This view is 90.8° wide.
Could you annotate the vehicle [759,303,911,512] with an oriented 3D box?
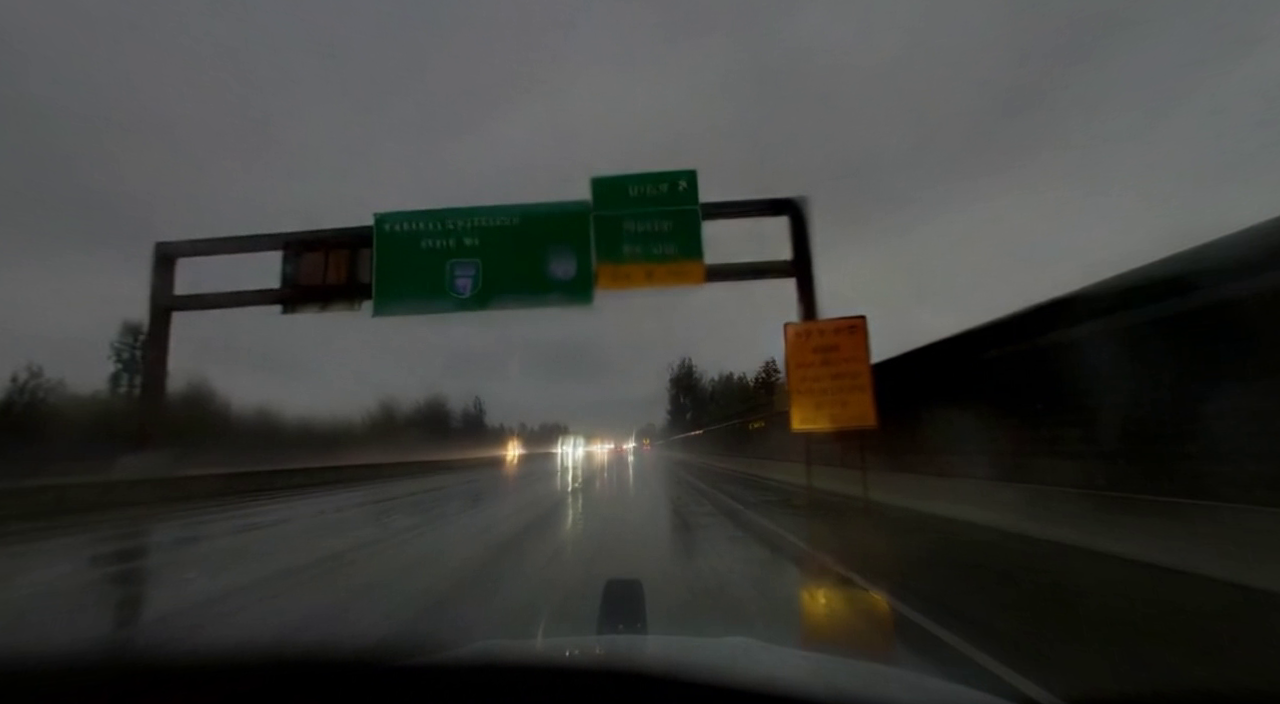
[{"bbox_3d":[4.079,1.336,14.097,1.697,3.935,4.195,-1,-9,-2],"label":"vehicle"}]
